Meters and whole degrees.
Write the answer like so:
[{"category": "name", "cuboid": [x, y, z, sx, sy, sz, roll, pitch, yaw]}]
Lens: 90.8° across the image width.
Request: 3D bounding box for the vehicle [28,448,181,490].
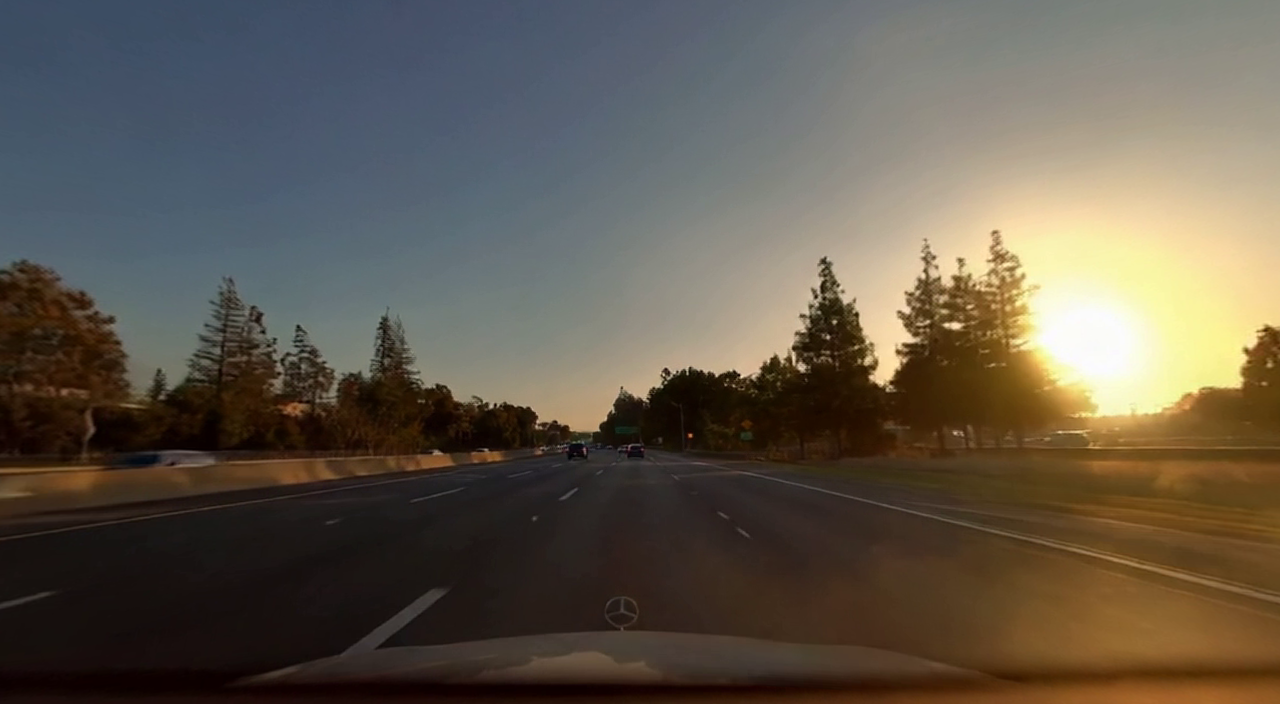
[{"category": "vehicle", "cuboid": [-20.959, 4.560, 25.058, 1.870, 1.486, 4.785, 0, -8, 0]}]
